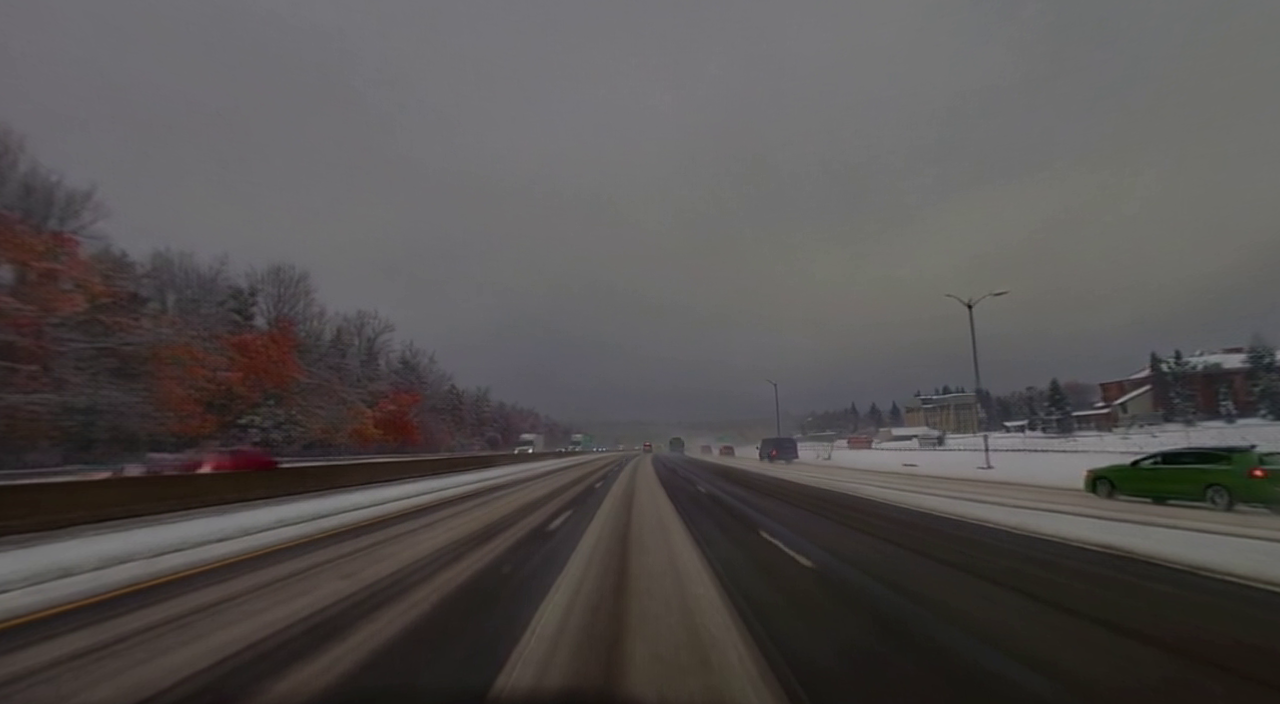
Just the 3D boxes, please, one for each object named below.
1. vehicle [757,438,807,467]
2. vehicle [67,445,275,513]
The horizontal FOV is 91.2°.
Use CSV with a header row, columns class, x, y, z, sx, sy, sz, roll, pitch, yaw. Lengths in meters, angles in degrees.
class,x,y,z,sx,sy,sz,roll,pitch,yaw
vehicle,9.394,6.694,41.776,2.034,1.770,4.637,0,-9,-2
vehicle,-11.851,3.205,16.324,2.037,1.490,4.375,0,-9,0
